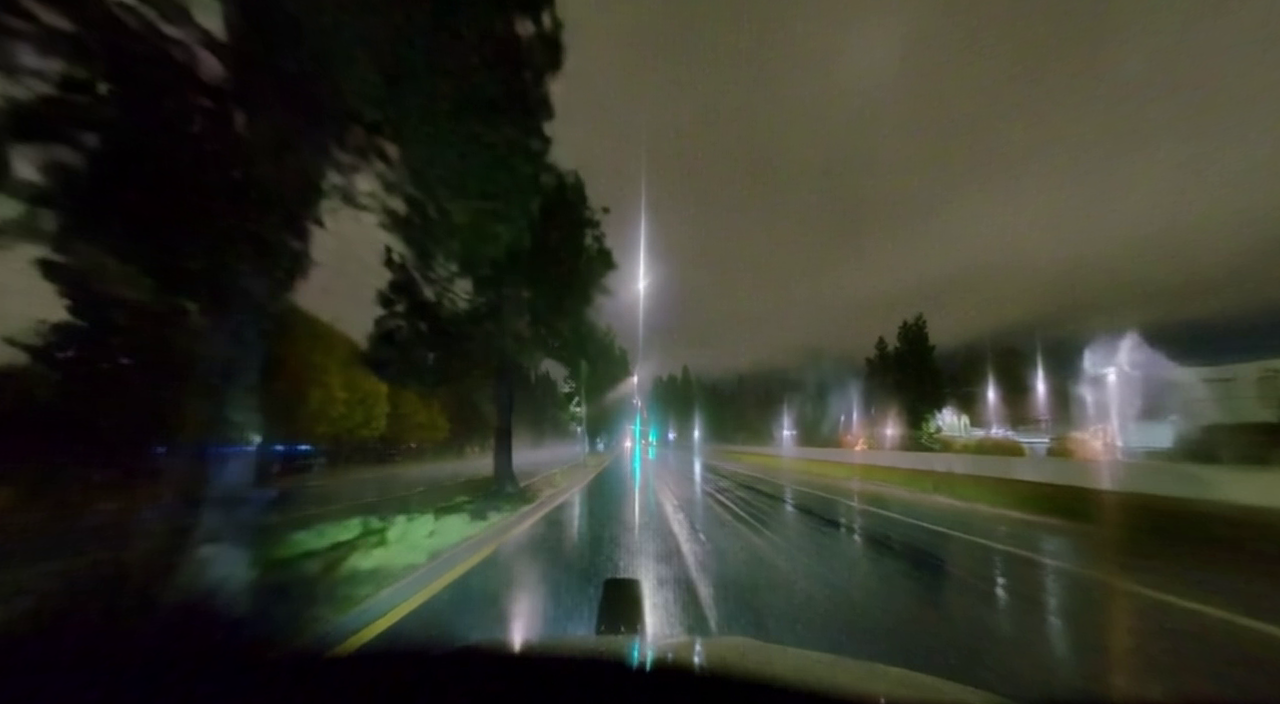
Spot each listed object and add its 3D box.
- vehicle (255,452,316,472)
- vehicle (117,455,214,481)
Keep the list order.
[{"bbox_3d":[-27.544,8.546,49.207,3.706,1.426,1.668,0,-8,-2],"label":"vehicle"},{"bbox_3d":[-27.727,6.785,37.007,3.956,1.414,2.109,-1,-8,0],"label":"vehicle"}]
